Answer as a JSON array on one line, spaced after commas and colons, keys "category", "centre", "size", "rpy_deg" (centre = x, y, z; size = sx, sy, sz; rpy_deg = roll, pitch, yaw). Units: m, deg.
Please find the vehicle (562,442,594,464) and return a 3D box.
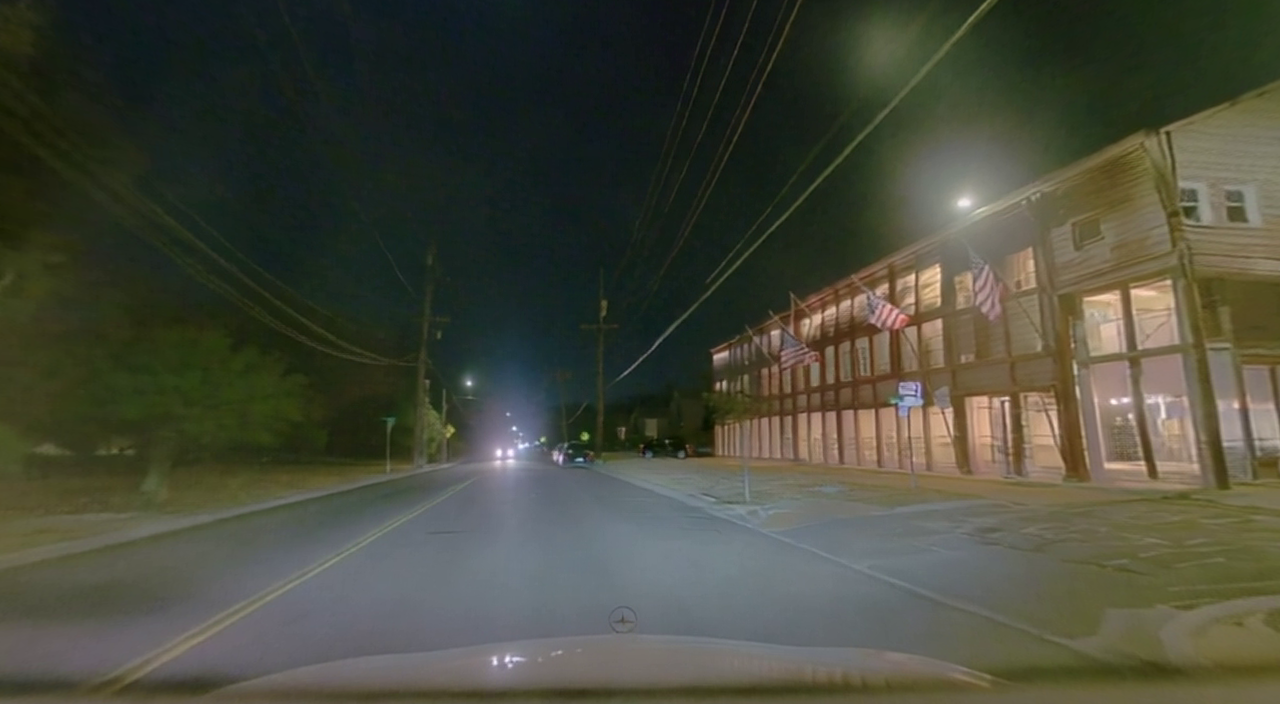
[{"category": "vehicle", "centre": [-4.488, 7.236, 45.246], "size": [1.941, 1.460, 4.206], "rpy_deg": [1, -9, -10]}]
